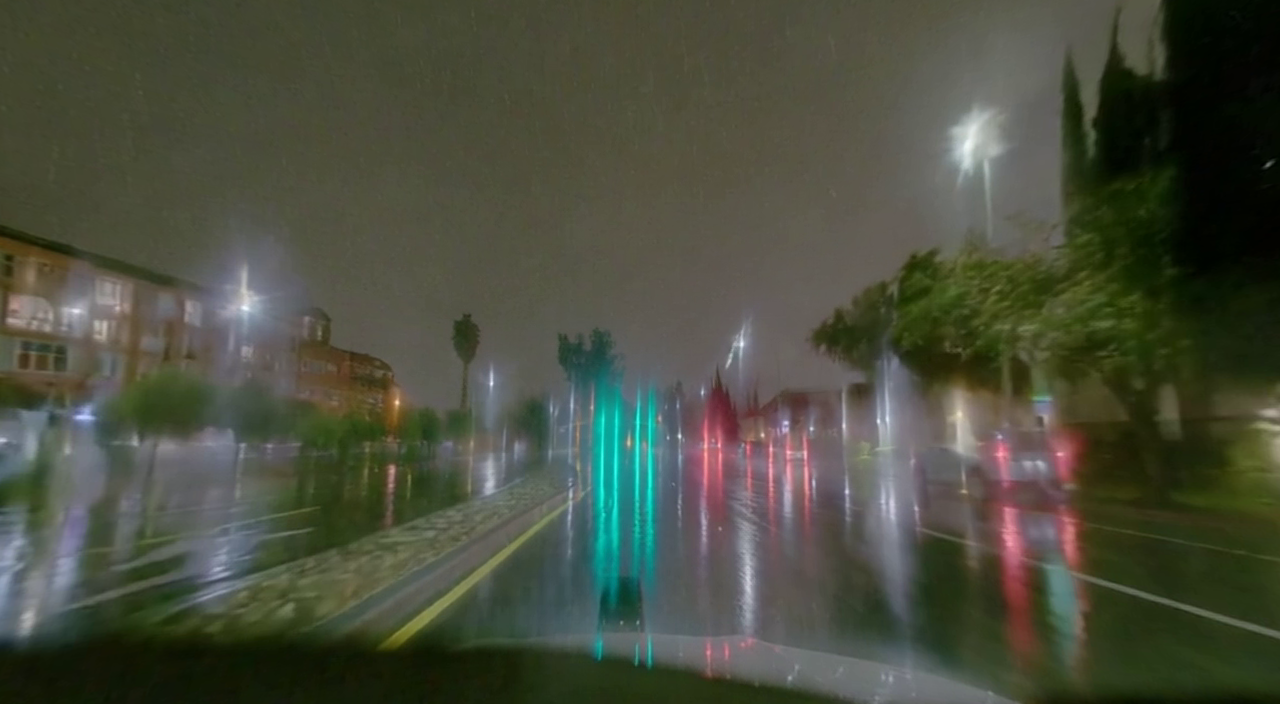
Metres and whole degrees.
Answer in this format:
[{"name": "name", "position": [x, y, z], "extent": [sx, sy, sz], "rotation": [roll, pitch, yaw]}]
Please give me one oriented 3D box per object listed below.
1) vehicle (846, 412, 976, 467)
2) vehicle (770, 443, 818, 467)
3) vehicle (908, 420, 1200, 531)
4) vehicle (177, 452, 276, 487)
[{"name": "vehicle", "position": [17.154, 5.597, 40.324], "extent": [6.927, 3.298, 2.751], "rotation": [0, -8, 0]}, {"name": "vehicle", "position": [10.353, 6.942, 42.765], "extent": [1.931, 1.565, 4.043], "rotation": [1, -8, -4]}, {"name": "vehicle", "position": [7.214, 2.199, 11.851], "extent": [2.053, 1.628, 4.717], "rotation": [1, -8, -4]}, {"name": "vehicle", "position": [-20.605, 5.827, 31.724], "extent": [1.945, 1.469, 4.539], "rotation": [-1, -8, -1]}]
